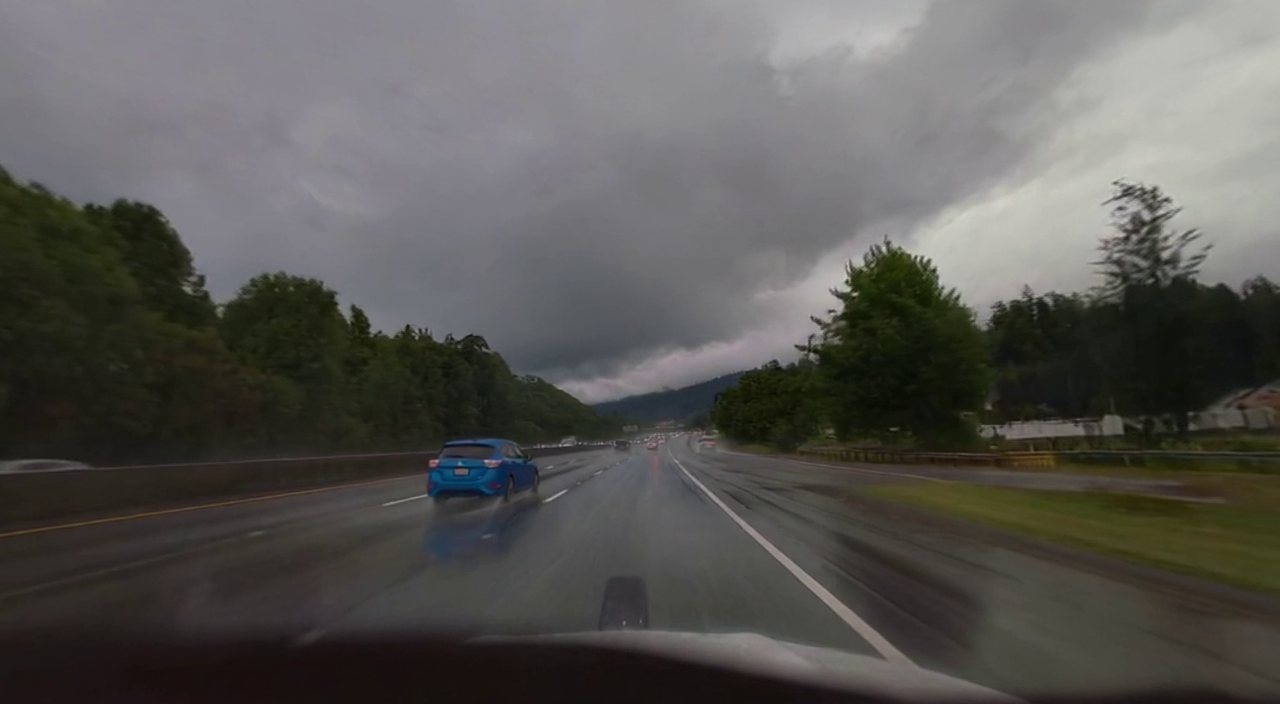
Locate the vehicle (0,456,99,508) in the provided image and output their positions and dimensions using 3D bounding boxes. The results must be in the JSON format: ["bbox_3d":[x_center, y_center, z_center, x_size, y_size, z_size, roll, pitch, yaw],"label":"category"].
[{"bbox_3d":[-19.194,3.947,19.308,1.713,1.413,3.824,0,-8,1],"label":"vehicle"}]

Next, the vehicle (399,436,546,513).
[{"bbox_3d":[-3.543,2.680,14.319,1.996,1.454,4.495,0,-8,2],"label":"vehicle"}]

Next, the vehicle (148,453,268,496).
[{"bbox_3d":[-15.589,4.408,22.952,1.825,1.369,3.529,0,-8,0],"label":"vehicle"}]
